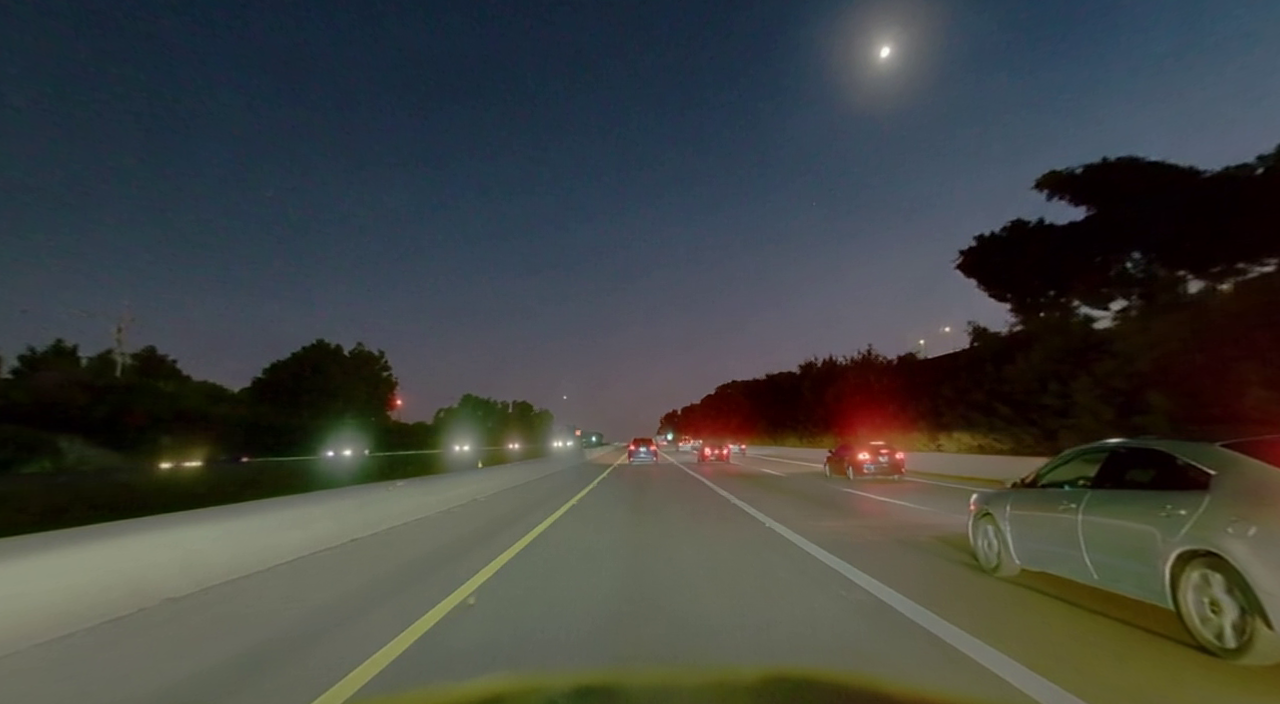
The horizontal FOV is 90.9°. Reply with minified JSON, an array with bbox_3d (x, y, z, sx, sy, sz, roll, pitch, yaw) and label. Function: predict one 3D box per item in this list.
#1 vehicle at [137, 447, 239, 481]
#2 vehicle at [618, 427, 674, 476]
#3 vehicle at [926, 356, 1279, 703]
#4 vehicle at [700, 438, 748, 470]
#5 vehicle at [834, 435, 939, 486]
[{"bbox_3d":[-23.509,5.808,33.047,1.910,1.615,4.586,0,-8,0],"label":"vehicle"},{"bbox_3d":[0.207,4.197,26.787,2.189,1.852,4.038,0,-8,0],"label":"vehicle"},{"bbox_3d":[3.722,1.005,3.728,2.003,1.661,4.418,-1,-8,1],"label":"vehicle"},{"bbox_3d":[4.180,5.130,31.917,1.825,1.487,4.034,0,-8,-1],"label":"vehicle"},{"bbox_3d":[8.084,3.584,21.137,1.810,1.516,4.183,0,-8,0],"label":"vehicle"}]
